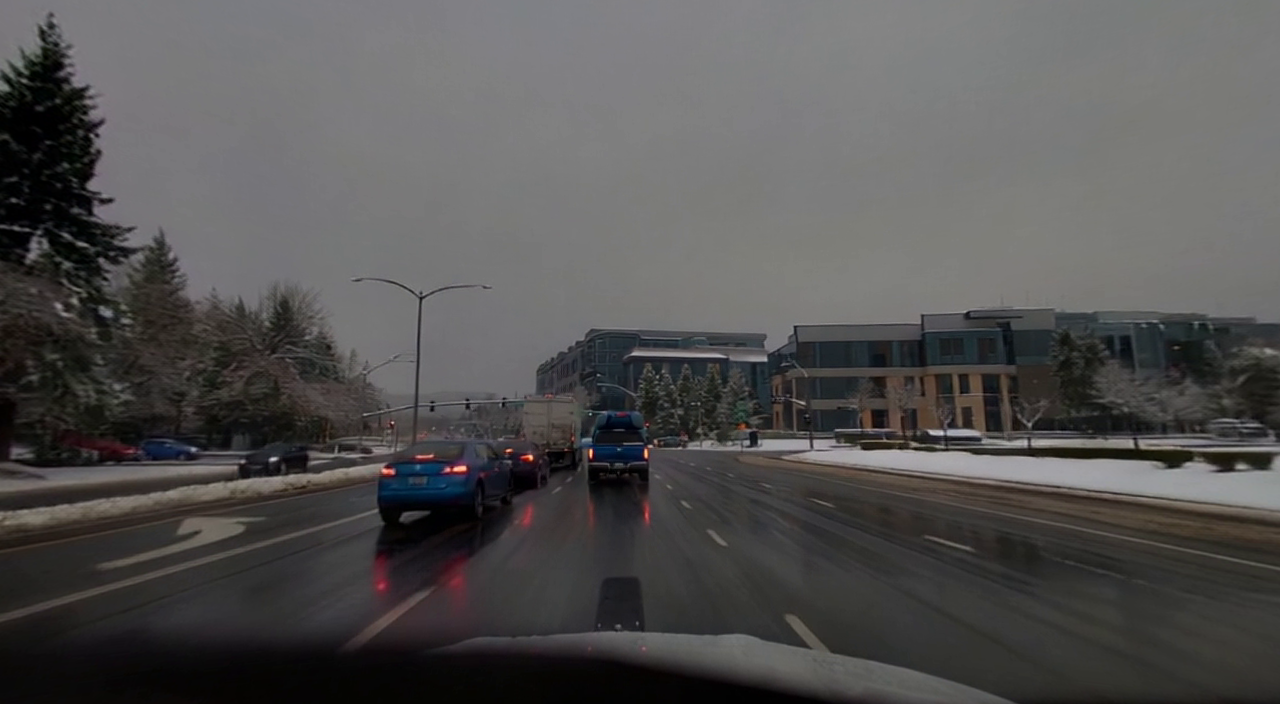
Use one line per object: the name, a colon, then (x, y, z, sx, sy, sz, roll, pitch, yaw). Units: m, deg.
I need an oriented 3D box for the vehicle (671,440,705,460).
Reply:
vehicle: (3.732, 7.626, 49.365, 1.967, 1.480, 4.286, 1, -8, -5)

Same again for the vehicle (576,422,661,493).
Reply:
vehicle: (-0.660, 3.155, 19.224, 2.260, 1.872, 4.578, 0, -8, -2)

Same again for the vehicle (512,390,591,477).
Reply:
vehicle: (-4.380, 4.526, 34.277, 2.918, 3.741, 13.683, 0, -8, -3)

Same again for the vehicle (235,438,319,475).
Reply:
vehicle: (-19.683, 5.684, 34.516, 2.089, 1.861, 4.615, 1, -8, -4)

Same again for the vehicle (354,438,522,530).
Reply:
vehicle: (-3.654, 2.433, 12.342, 1.904, 1.460, 4.300, 0, -8, -1)
